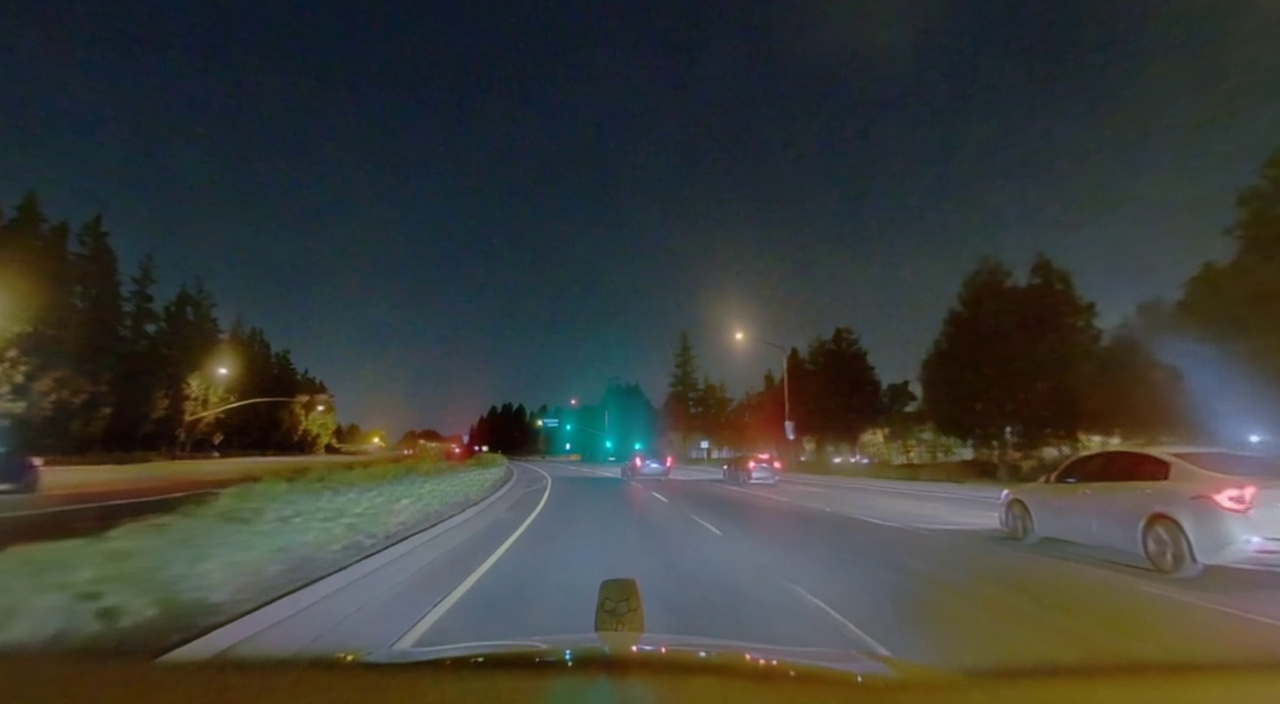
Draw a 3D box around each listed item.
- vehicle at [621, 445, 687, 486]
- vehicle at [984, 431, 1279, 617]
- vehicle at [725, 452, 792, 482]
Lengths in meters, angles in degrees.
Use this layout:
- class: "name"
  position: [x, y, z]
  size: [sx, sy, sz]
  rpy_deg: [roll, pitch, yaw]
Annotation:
- class: "vehicle"
  position: [0.508, 5.121, 28.831]
  size: [2.122, 1.646, 4.525]
  rpy_deg: [1, -9, -10]
- class: "vehicle"
  position: [6.005, 1.653, 6.859]
  size: [1.882, 1.476, 4.344]
  rpy_deg: [0, -9, -3]
- class: "vehicle"
  position: [6.315, 6.168, 34.139]
  size: [1.940, 1.460, 4.652]
  rpy_deg: [1, -9, -11]
